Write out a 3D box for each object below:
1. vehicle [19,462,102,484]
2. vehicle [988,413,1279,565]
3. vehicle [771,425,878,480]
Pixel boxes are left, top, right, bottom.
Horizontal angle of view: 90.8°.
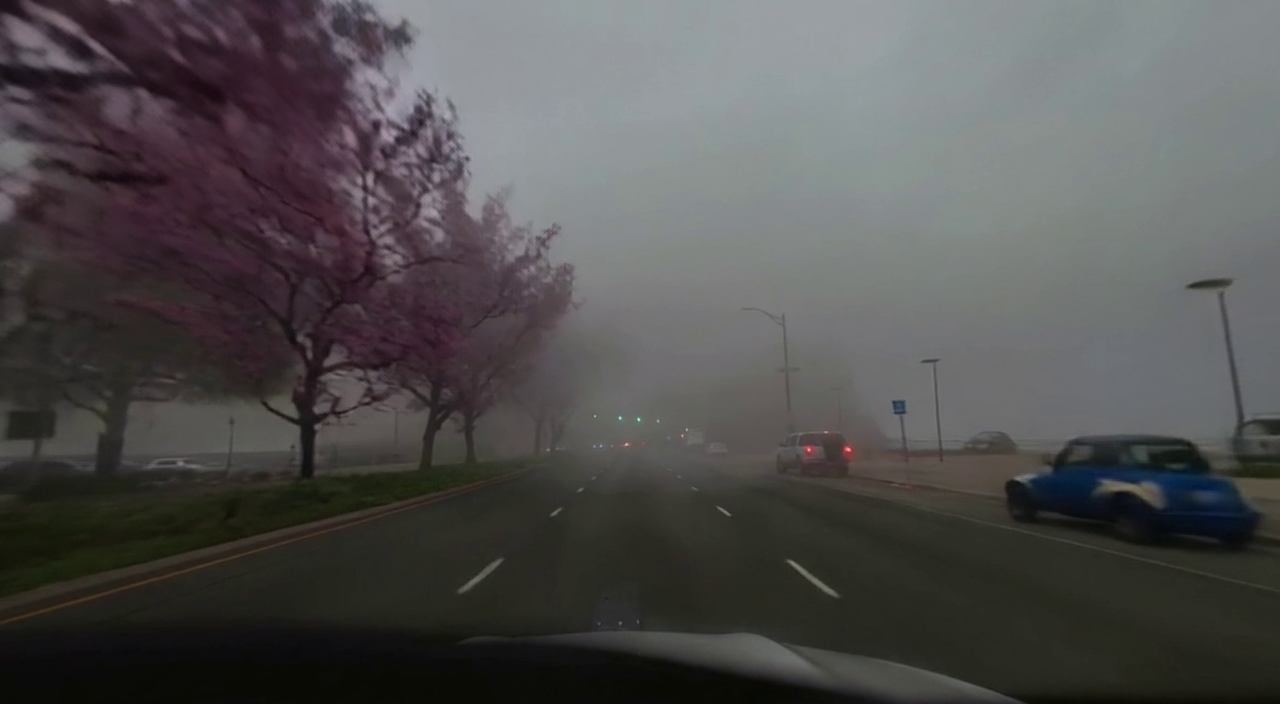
[{"bbox_3d":[-44.276,9.247,48.390,4.454,1.524,1.824,6,-11,-37],"label":"vehicle"},{"bbox_3d":[7.247,1.816,9.122,1.940,1.647,4.309,0,-8,-1],"label":"vehicle"},{"bbox_3d":[6.933,3.868,24.496,2.450,1.892,5.107,0,-8,-2],"label":"vehicle"}]
